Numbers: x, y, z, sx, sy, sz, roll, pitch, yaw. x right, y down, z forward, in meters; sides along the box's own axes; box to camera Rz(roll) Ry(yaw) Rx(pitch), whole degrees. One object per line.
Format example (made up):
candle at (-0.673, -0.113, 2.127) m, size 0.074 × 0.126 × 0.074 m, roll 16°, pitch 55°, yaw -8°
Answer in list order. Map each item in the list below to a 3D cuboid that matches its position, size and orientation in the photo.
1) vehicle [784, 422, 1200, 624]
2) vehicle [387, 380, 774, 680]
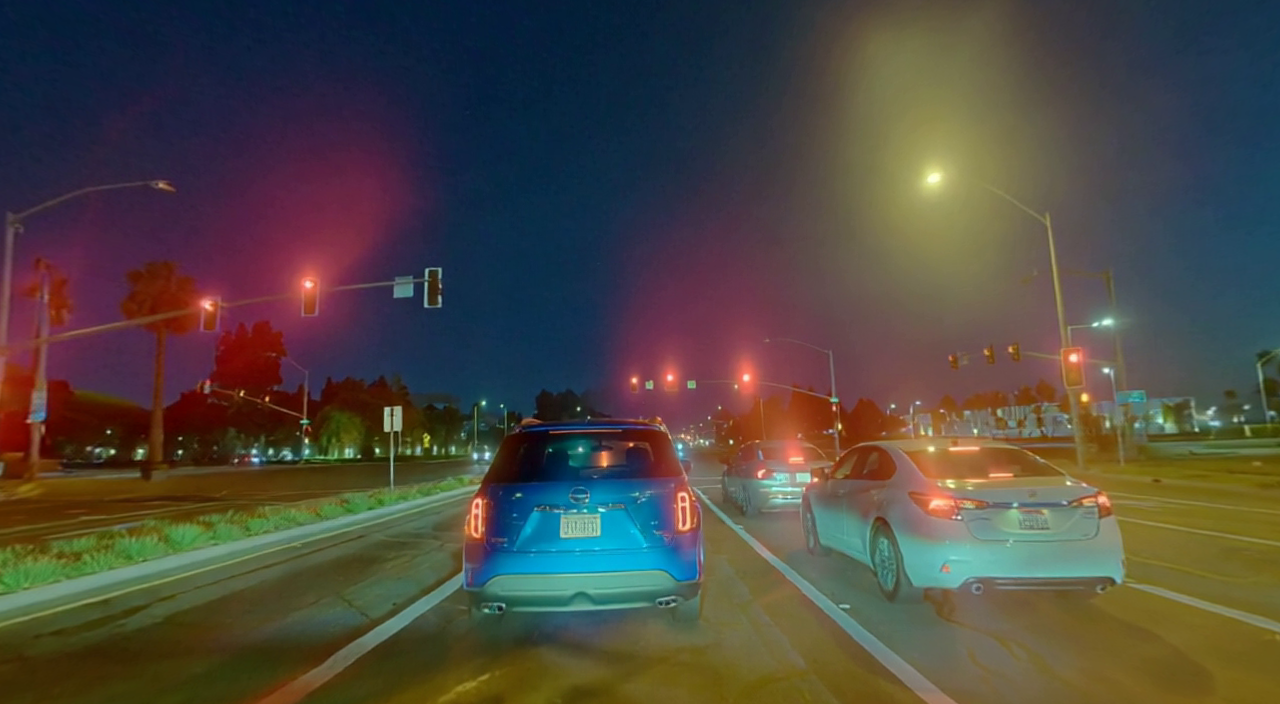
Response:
vehicle at (3.118, 1.596, 6.931) m, size 1.971 × 1.473 × 4.495 m, roll 0°, pitch -8°, yaw 0°
vehicle at (-0.340, 1.306, 5.656) m, size 2.172 × 1.694 × 4.055 m, roll 0°, pitch -8°, yaw 0°
